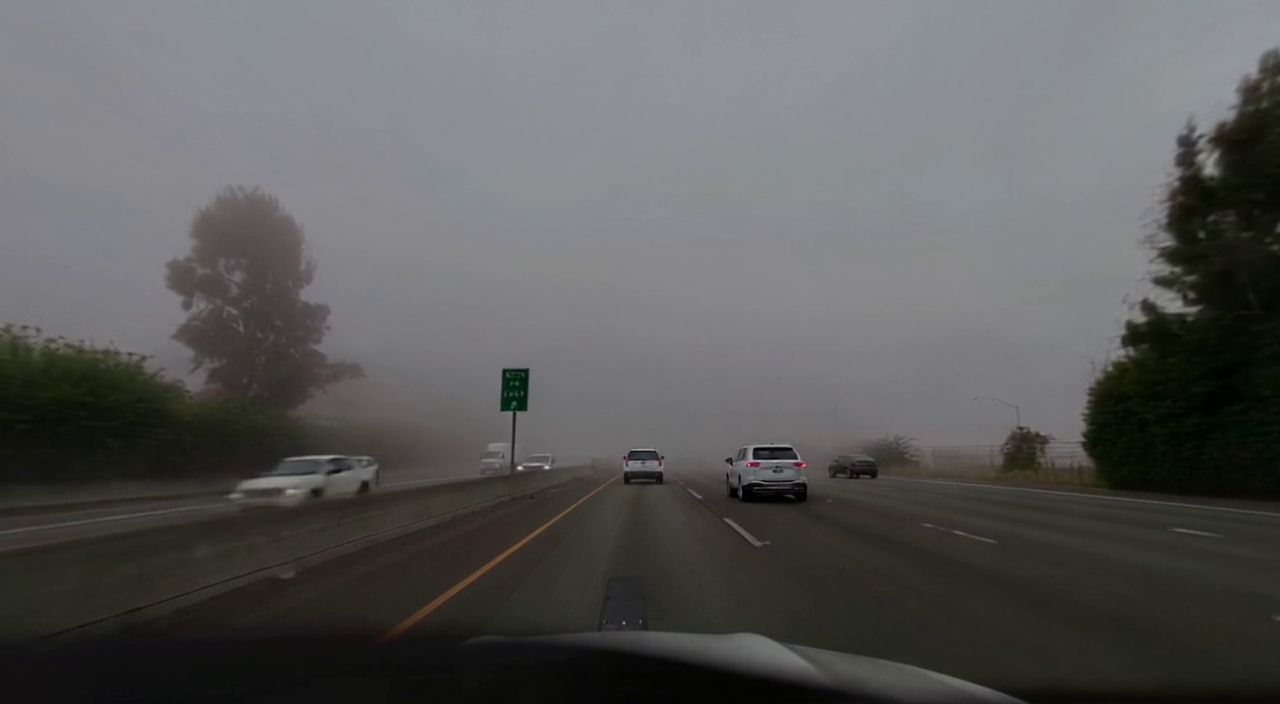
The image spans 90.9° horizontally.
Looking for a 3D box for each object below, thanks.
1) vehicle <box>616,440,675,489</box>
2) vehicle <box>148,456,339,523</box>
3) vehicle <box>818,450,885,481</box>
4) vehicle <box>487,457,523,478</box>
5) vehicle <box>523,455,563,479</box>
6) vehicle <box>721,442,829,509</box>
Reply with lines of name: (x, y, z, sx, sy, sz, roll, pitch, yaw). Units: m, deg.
vehicle: (0.224, 4.692, 26.638, 2.290, 1.862, 4.454, 0, -8, 1)
vehicle: (-10.542, 3.655, 17.330, 2.146, 1.479, 4.671, 0, -8, 1)
vehicle: (11.266, 6.070, 34.010, 1.985, 1.503, 4.842, 0, -8, 0)
vehicle: (-10.360, 8.892, 48.666, 1.810, 1.486, 3.800, 0, -8, 1)
vehicle: (-6.460, 7.731, 42.660, 1.830, 1.466, 5.021, 0, -9, 1)
vehicle: (3.557, 3.317, 17.431, 2.042, 1.592, 4.047, 0, -8, -1)
